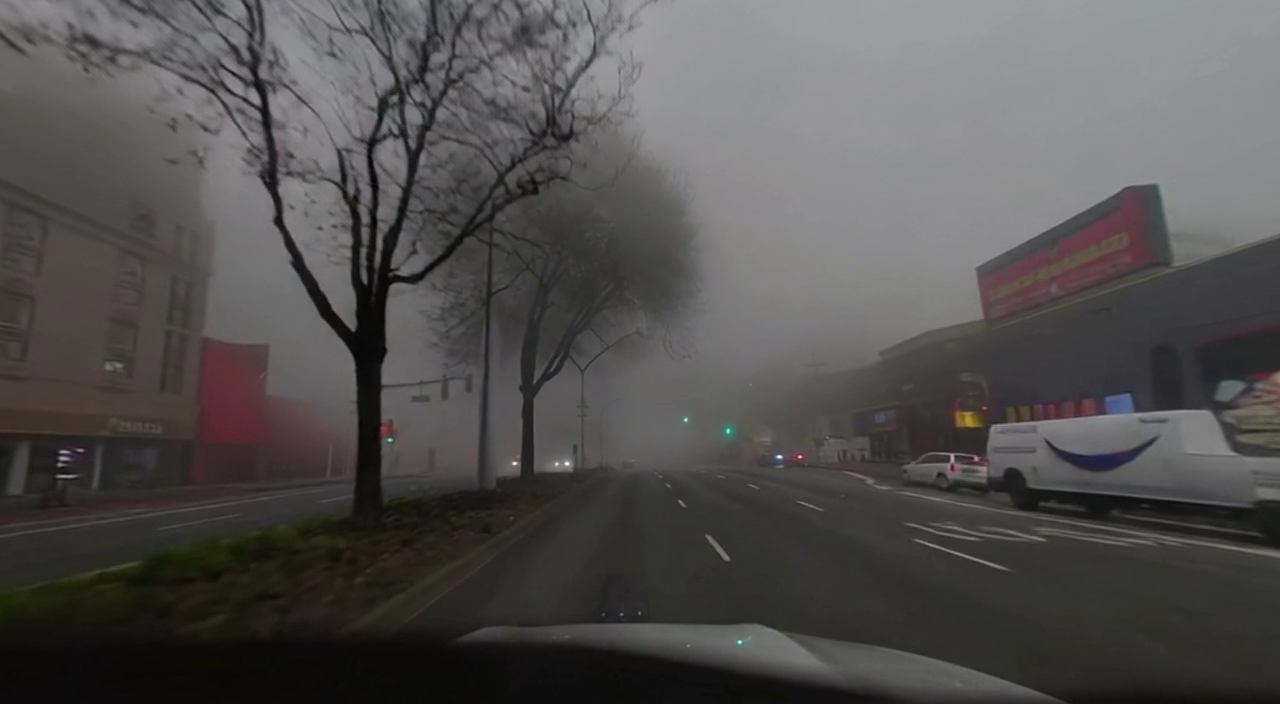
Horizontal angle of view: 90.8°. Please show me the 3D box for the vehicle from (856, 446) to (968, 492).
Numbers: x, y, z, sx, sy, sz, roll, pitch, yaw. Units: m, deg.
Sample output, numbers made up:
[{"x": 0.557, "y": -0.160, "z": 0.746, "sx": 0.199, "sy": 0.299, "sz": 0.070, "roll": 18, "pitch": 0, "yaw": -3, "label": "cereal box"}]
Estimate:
[{"x": 9.852, "y": 4.226, "z": 23.337, "sx": 1.944, "sy": 1.499, "sz": 4.698, "roll": 0, "pitch": -9, "yaw": -1, "label": "vehicle"}]

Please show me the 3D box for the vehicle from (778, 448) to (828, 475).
[{"x": 9.558, "y": 6.425, "z": 37.361, "sx": 1.844, "sy": 1.449, "sz": 4.149, "roll": 0, "pitch": -9, "yaw": 0, "label": "vehicle"}]

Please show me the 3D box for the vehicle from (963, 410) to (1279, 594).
[{"x": 10.229, "y": 2.015, "z": 10.389, "sx": 6.229, "sy": 2.004, "sz": 6.552, "roll": -2, "pitch": -7, "yaw": -2, "label": "vehicle"}]
